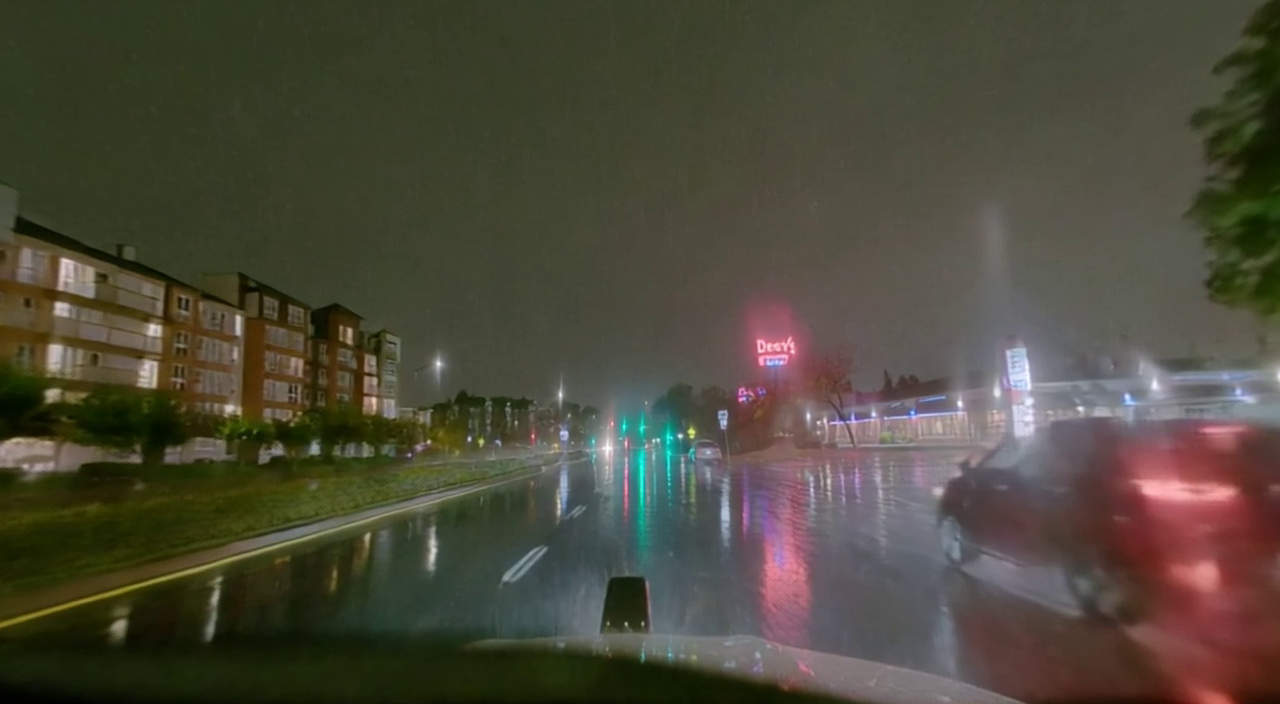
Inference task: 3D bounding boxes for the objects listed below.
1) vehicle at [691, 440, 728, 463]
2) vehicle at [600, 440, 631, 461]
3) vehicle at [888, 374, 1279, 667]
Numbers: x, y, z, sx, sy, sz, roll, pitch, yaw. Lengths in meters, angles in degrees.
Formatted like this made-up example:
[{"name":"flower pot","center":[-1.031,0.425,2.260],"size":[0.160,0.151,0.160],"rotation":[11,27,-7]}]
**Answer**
[{"name":"vehicle","center":[4.828,7.000,44.567],"size":[2.085,1.509,5.134],"rotation":[0,-8,1]},{"name":"vehicle","center":[-1.884,7.773,49.754],"size":[2.176,1.543,4.335],"rotation":[0,-8,2]},{"name":"vehicle","center":[4.353,1.334,6.151],"size":[2.067,1.755,4.616],"rotation":[0,-8,2]}]
